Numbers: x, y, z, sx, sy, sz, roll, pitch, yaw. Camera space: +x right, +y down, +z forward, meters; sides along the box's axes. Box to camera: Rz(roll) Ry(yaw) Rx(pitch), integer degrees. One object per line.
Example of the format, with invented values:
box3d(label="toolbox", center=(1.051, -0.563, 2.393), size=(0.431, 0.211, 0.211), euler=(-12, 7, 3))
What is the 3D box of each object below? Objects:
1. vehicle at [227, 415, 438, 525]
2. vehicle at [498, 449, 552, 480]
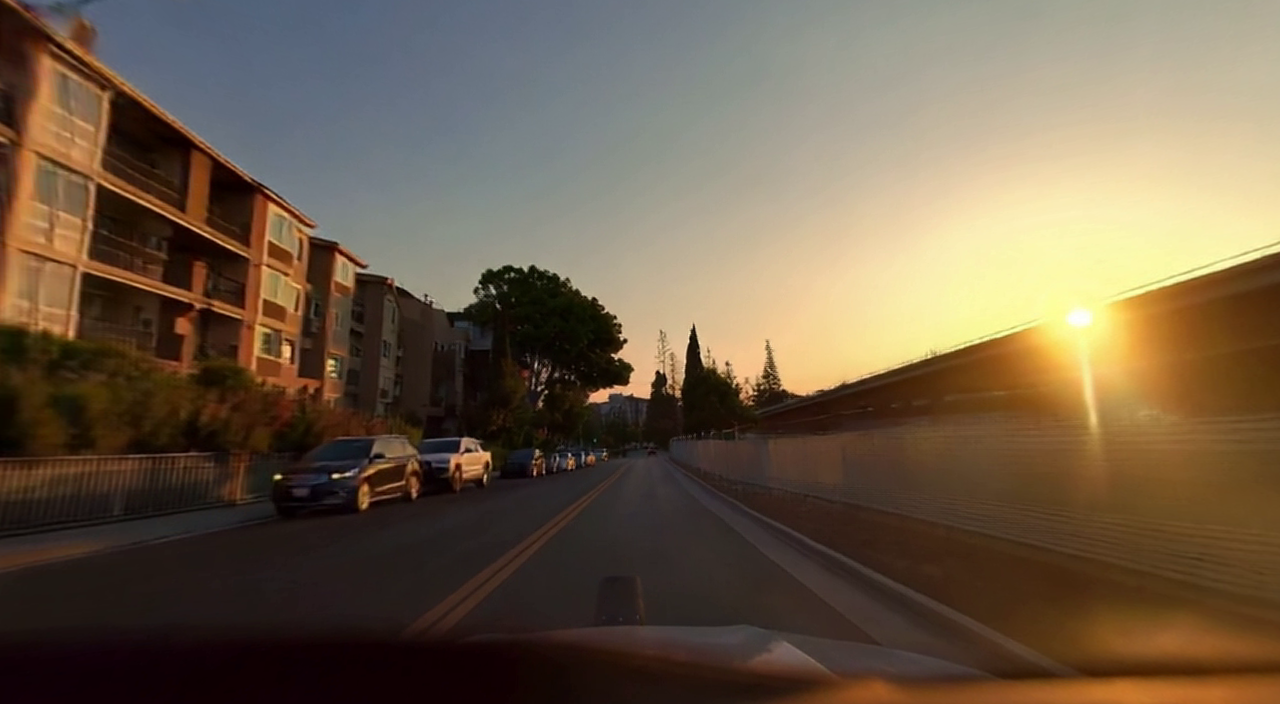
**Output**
box3d(label="vehicle", center=(-6.548, 2.577, 14.330), size=(2.192, 1.965, 4.917), euler=(2, -9, 1))
box3d(label="vehicle", center=(-6.194, 6.089, 34.438), size=(1.914, 1.417, 4.750), euler=(2, -8, 1))
